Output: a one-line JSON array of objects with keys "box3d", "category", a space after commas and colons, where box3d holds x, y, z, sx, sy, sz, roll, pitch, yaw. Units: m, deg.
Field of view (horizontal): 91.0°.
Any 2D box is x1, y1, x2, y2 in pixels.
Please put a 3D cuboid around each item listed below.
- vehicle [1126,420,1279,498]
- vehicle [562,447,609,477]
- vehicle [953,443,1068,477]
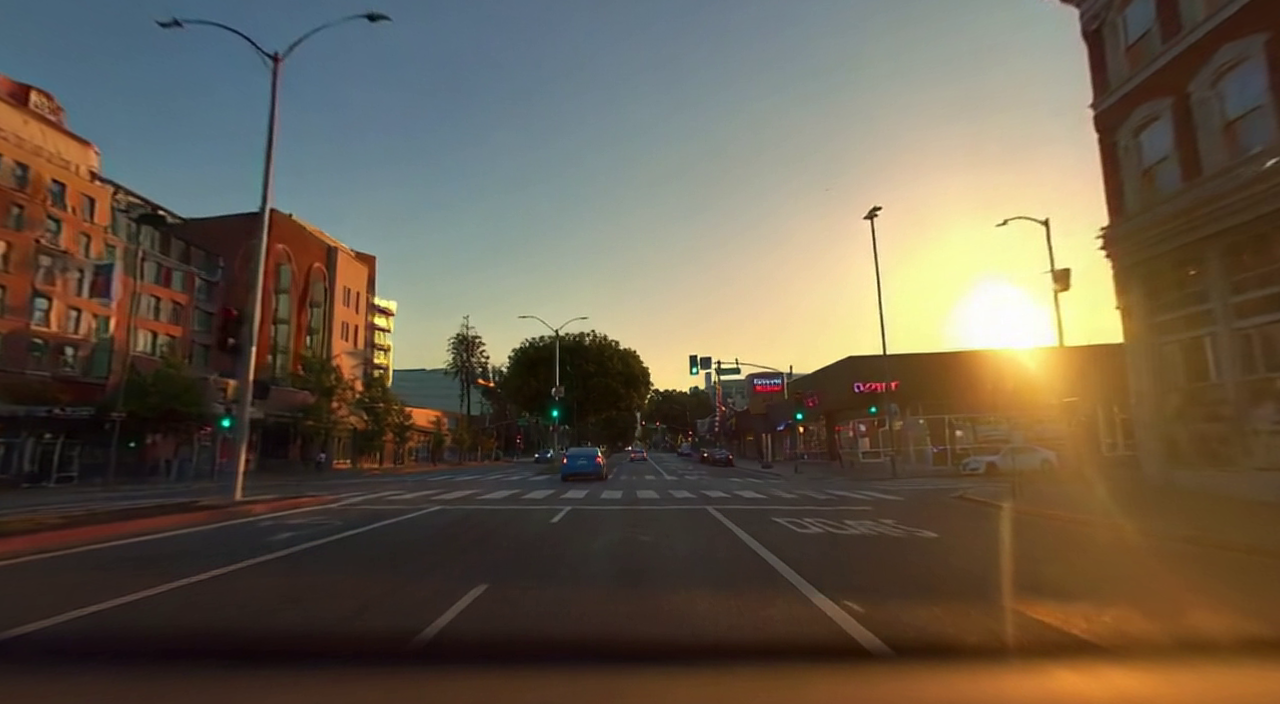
[{"box3d": [14.946, 2.559, 15.243, 4.568, 1.729, 2.131, 0, -9, -2], "category": "vehicle"}, {"box3d": [-2.793, 5.729, 33.056, 2.078, 1.471, 4.217, 0, -9, 0], "category": "vehicle"}, {"box3d": [17.353, 5.060, 29.639, 4.040, 1.514, 2.095, 0, -9, -2], "category": "vehicle"}]
